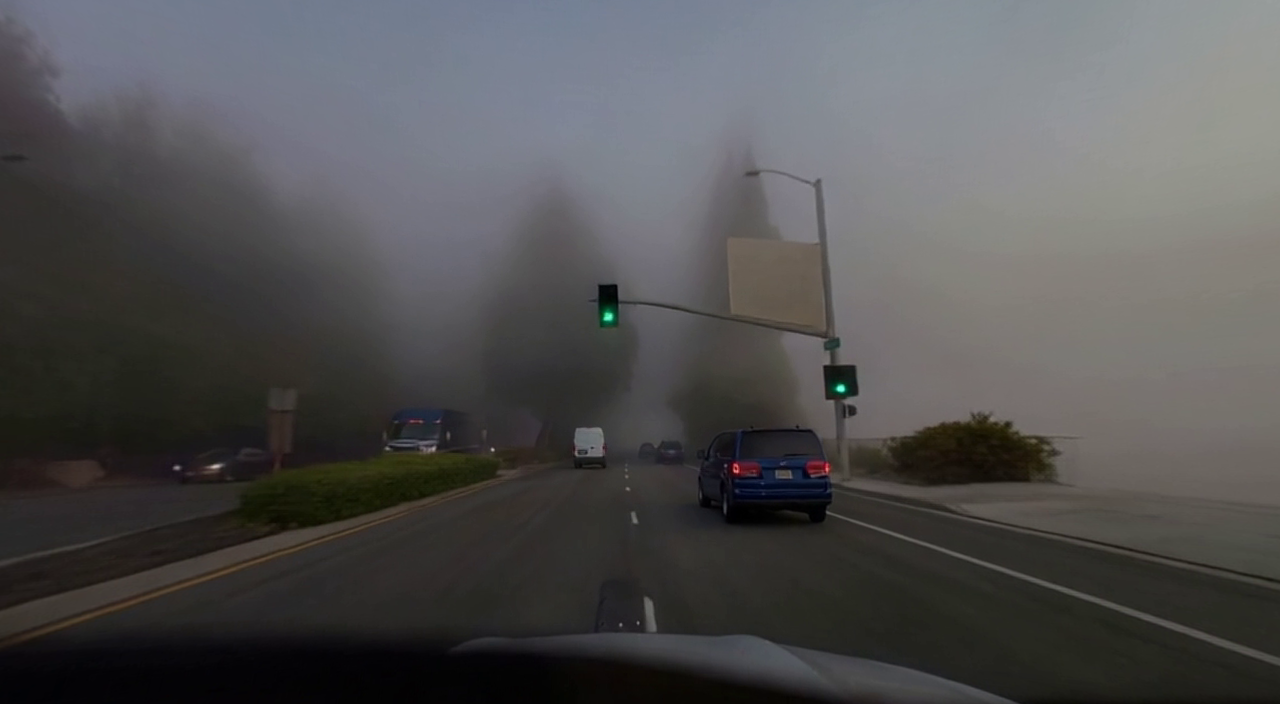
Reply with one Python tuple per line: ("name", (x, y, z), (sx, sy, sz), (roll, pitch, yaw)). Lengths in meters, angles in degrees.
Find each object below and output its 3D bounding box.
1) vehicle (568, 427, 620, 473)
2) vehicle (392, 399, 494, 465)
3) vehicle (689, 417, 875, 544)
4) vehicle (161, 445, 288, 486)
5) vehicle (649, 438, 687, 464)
("vehicle", (-2.169, 4.767, 30.836), (2.228, 2.054, 4.309), (0, -8, 0))
("vehicle", (-12.592, 5.421, 41.929), (3.206, 3.740, 11.455), (0, -8, -1))
("vehicle", (2.066, 2.015, 10.557), (1.965, 1.671, 4.146), (0, -8, -3))
("vehicle", (-16.853, 4.596, 25.973), (2.139, 1.493, 4.521), (0, -8, 0))
("vehicle", (1.858, 6.761, 43.200), (2.248, 1.692, 4.252), (0, -8, -2))
